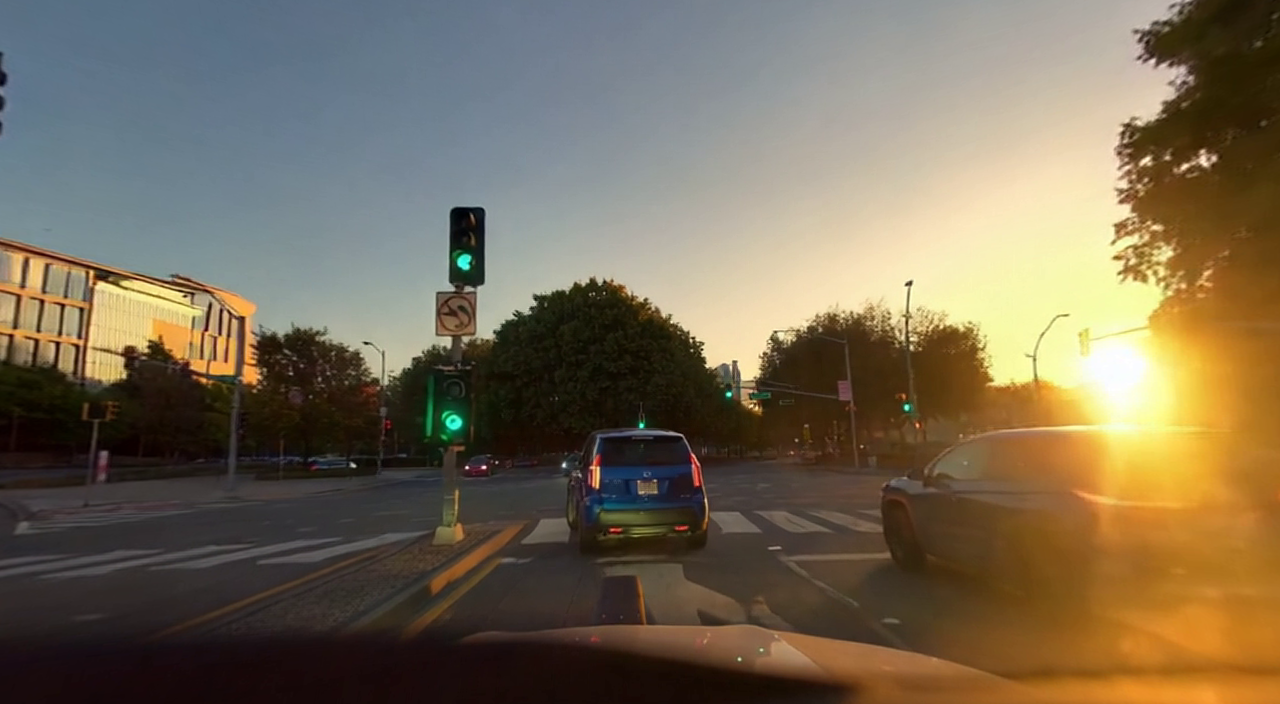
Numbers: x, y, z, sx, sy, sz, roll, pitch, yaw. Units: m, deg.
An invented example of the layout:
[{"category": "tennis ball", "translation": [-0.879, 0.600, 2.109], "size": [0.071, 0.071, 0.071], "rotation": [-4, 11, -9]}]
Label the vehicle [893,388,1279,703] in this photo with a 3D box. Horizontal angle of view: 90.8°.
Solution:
[{"category": "vehicle", "translation": [3.586, 1.173, 4.189], "size": [1.899, 1.572, 4.425], "rotation": [0, -9, -1]}]

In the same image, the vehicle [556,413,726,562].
[{"category": "vehicle", "translation": [-0.063, 1.963, 9.869], "size": [2.085, 1.807, 4.038], "rotation": [0, -8, -2]}]
